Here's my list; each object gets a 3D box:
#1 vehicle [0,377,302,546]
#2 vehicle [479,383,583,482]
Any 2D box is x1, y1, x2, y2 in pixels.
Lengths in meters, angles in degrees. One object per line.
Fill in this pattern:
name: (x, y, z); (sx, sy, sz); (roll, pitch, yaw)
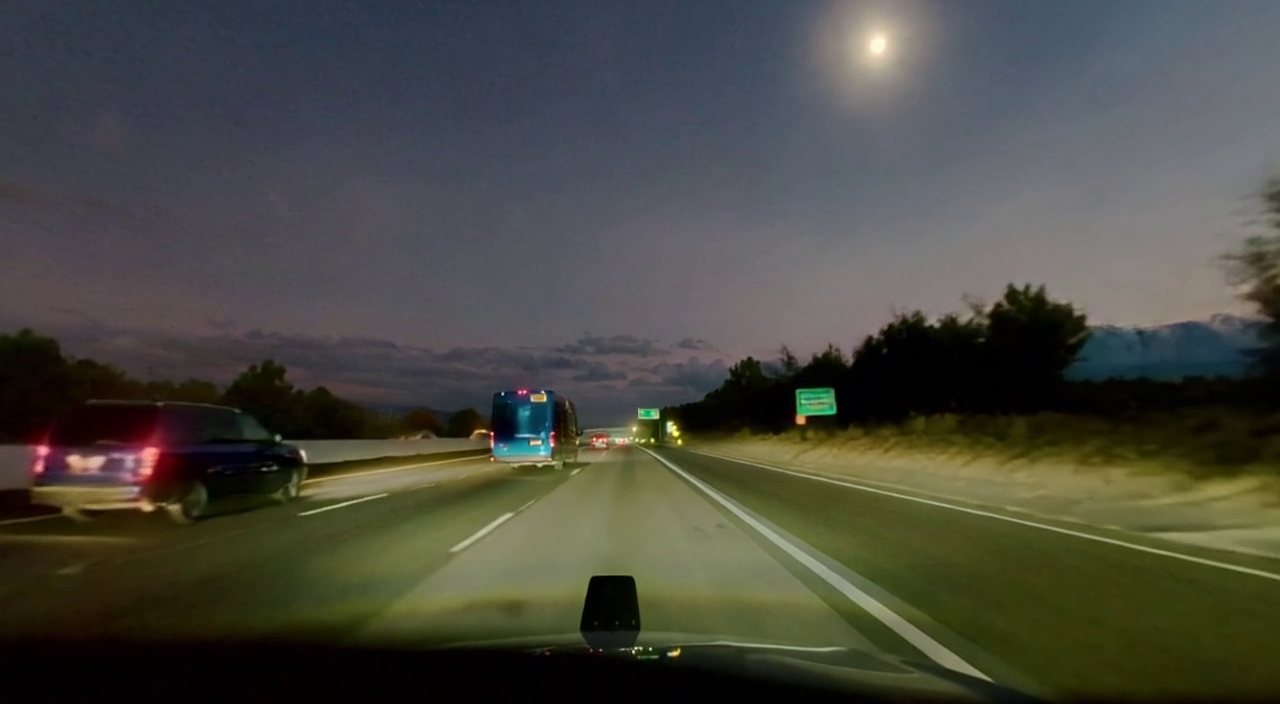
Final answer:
vehicle: (-7.092, 1.487, 9.160); (2.045, 1.873, 4.202); (0, -7, -1)
vehicle: (-3.917, 3.121, 24.484); (2.676, 3.269, 7.388); (0, -7, 0)
